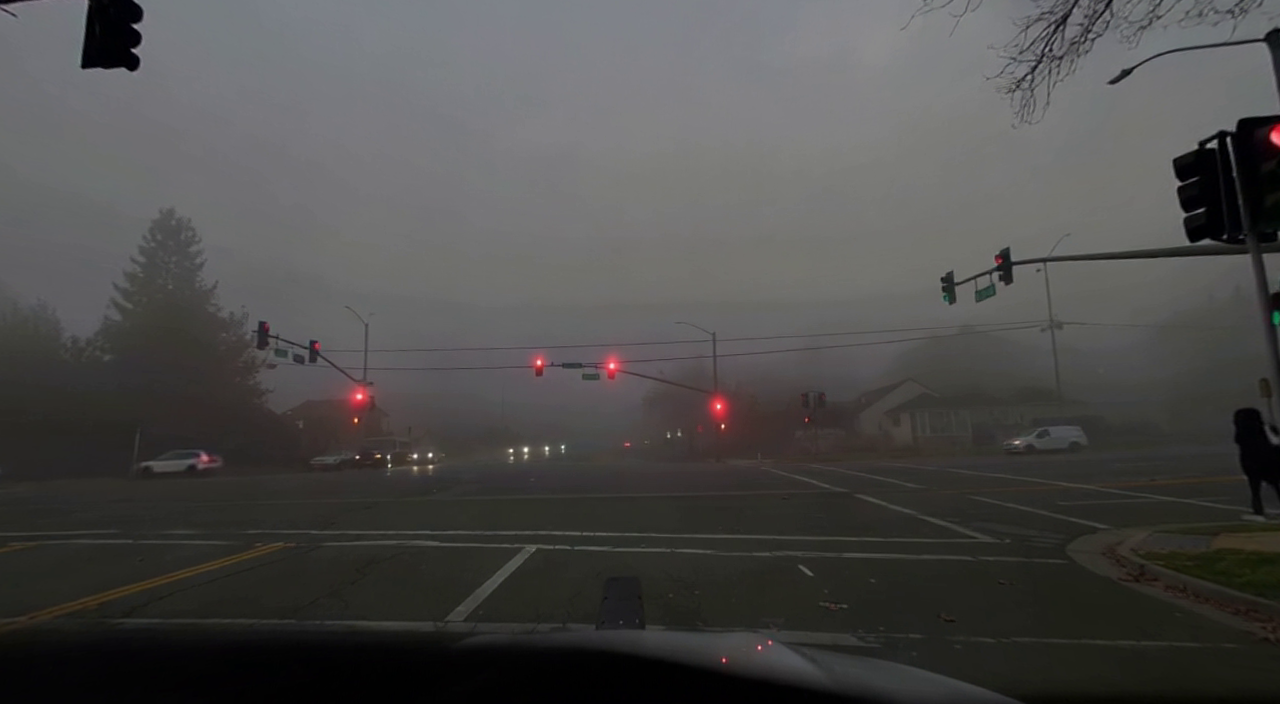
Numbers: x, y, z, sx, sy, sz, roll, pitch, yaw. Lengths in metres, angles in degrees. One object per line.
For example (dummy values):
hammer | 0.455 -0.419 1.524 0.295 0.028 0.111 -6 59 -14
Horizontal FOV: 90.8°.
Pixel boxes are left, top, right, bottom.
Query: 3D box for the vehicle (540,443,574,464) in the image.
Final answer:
vehicle | -6.129 7.527 47.042 1.936 1.444 4.168 0 -8 0

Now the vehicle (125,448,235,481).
vehicle | -25.716 6.275 35.399 4.706 1.710 1.932 -1 -8 4
